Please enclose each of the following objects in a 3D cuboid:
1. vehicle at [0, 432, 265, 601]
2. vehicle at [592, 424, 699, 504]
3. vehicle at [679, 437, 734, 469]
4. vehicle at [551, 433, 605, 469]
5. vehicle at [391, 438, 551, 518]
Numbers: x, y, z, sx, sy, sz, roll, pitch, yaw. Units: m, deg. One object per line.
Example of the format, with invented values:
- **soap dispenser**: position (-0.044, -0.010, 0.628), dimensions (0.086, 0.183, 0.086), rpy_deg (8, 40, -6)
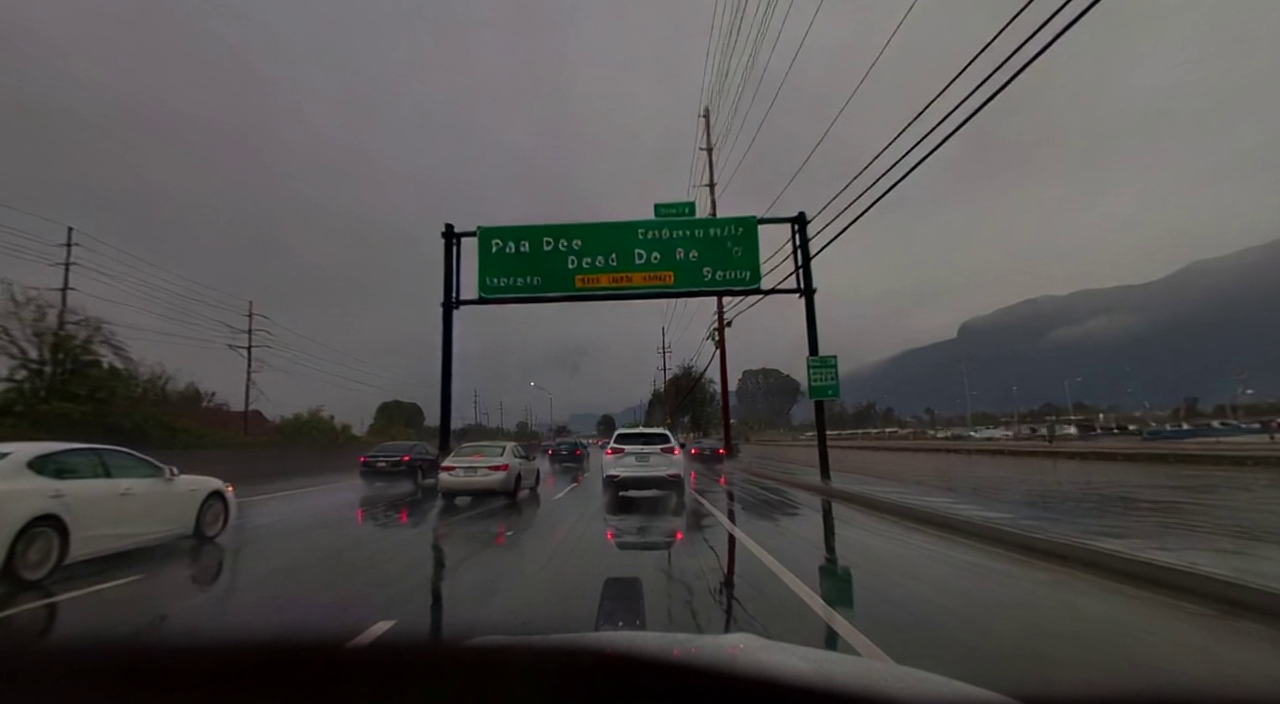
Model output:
- **vehicle**: position (-6.543, 1.673, 7.134), dimensions (1.958, 1.447, 4.454), rpy_deg (0, -8, -1)
- **vehicle**: position (0.105, 2.722, 15.697), dimensions (2.284, 1.699, 4.168), rpy_deg (0, -8, 0)
- **vehicle**: position (3.225, 5.038, 31.639), dimensions (2.197, 1.464, 4.356), rpy_deg (0, -8, -1)
- **vehicle**: position (-3.231, 5.287, 33.931), dimensions (2.353, 1.773, 4.286), rpy_deg (0, -8, 1)
- **vehicle**: position (-3.420, 2.648, 13.893), dimensions (2.203, 1.425, 4.610), rpy_deg (0, -8, 1)
